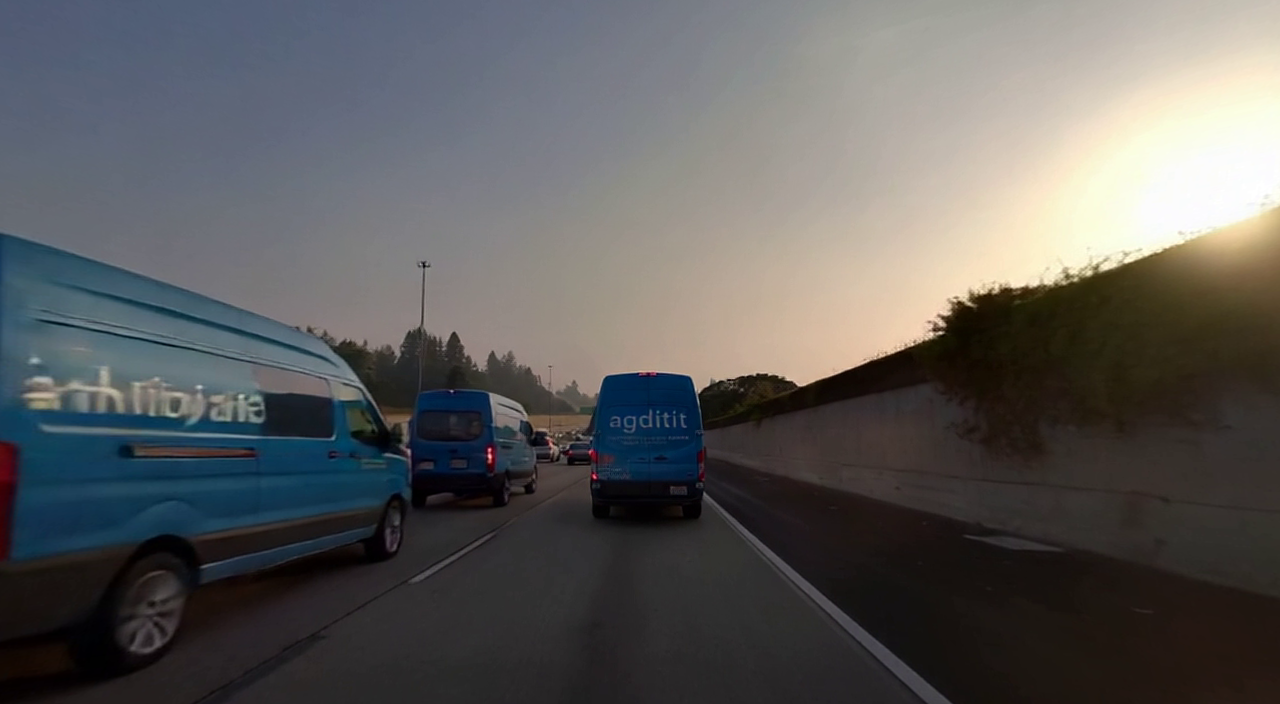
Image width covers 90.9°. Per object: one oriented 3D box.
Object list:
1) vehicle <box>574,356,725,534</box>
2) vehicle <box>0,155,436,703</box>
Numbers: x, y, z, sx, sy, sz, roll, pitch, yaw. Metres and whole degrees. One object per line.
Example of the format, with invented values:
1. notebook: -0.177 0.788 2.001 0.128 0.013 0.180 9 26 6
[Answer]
1. vehicle: 0.132 1.895 12.995 2.316 2.738 6.398 0 -9 0
2. vehicle: -3.757 0.846 4.843 2.729 2.439 5.418 1 -9 -3
